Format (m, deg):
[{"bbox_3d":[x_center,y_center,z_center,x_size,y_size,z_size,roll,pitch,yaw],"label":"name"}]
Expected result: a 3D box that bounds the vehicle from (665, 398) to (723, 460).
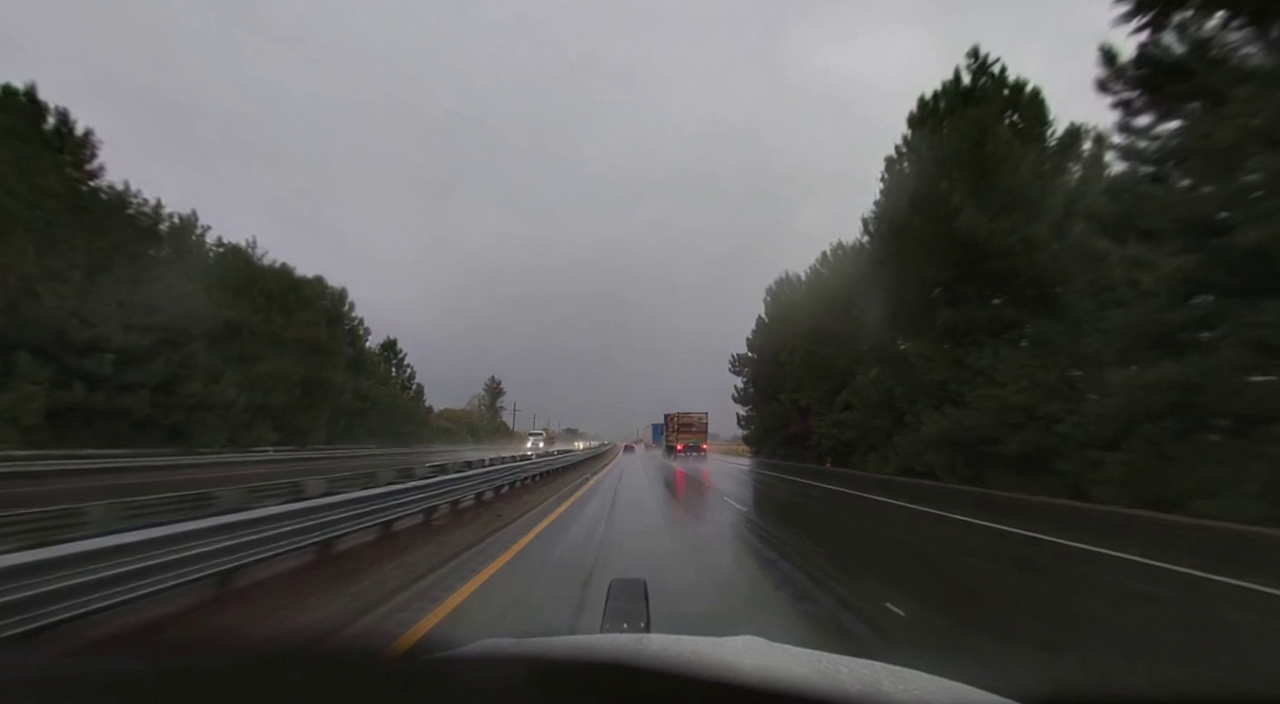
[{"bbox_3d":[3.863,6.135,48.571,3.024,4.065,13.796,0,-8,-1],"label":"vehicle"}]
